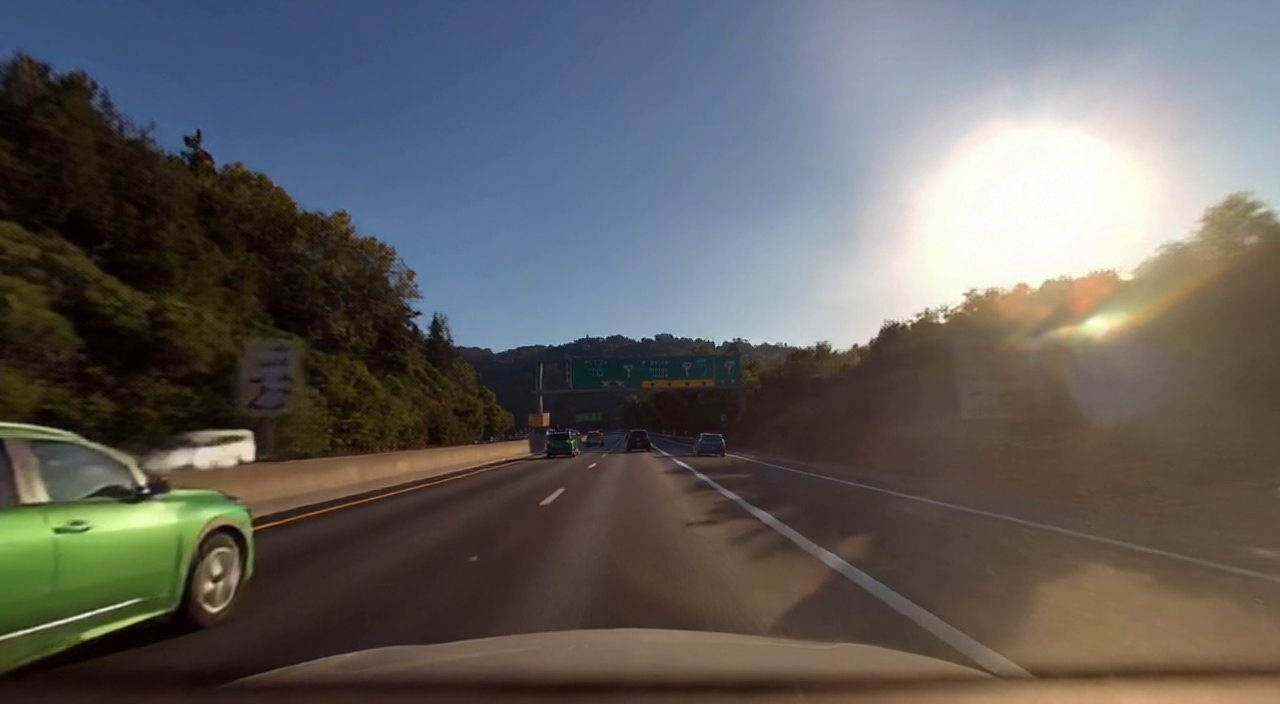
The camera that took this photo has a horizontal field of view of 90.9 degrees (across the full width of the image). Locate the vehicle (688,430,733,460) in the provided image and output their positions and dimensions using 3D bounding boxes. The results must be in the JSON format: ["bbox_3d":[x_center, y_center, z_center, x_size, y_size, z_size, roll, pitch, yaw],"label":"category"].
[{"bbox_3d":[3.711,4.952,33.837,1.841,1.491,3.869,0,-7,-2],"label":"vehicle"}]

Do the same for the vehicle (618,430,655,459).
[{"bbox_3d":[-0.220,4.936,33.855,1.869,1.466,3.356,0,-7,-1],"label":"vehicle"}]

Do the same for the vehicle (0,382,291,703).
[{"bbox_3d":[-3.827,0.885,2.681,2.023,1.512,4.804,0,-7,-1],"label":"vehicle"}]
